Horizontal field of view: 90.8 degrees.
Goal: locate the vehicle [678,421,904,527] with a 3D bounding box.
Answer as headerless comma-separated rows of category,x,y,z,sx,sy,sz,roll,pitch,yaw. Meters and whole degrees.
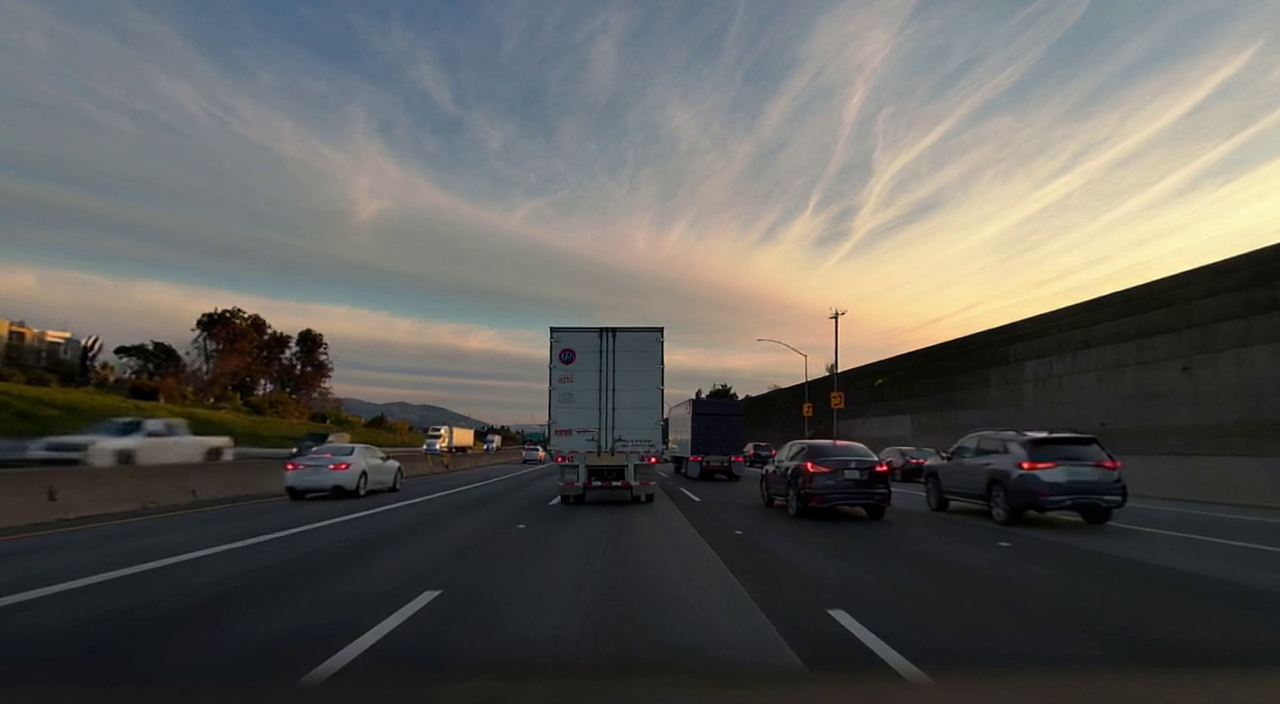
vehicle,3.246,3.391,19.127,2.869,1.940,14.755,0,-9,-2

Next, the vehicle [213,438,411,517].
vehicle,-7.101,2.751,14.423,1.973,1.471,4.779,0,-9,0

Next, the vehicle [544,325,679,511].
vehicle,-0.650,2.215,19.197,2.906,4.040,10.743,0,-9,0

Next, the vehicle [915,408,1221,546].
vehicle,6.977,2.086,11.142,2.070,1.888,4.546,0,-9,-2

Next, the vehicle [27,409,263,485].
vehicle,-12.918,2.580,17.139,2.050,1.703,5.398,0,-9,0
